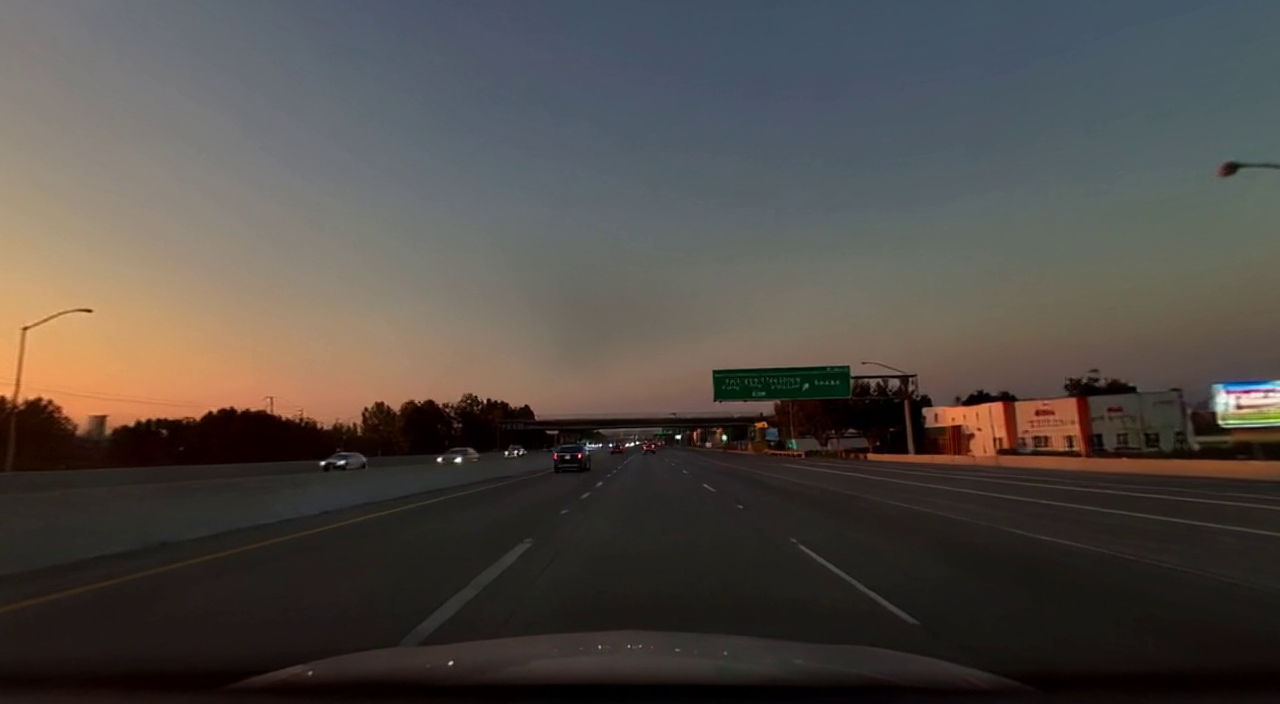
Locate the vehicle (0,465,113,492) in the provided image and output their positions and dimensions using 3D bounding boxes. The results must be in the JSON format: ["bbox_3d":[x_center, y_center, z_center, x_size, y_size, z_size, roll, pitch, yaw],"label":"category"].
[{"bbox_3d":[-34.358,7.433,37.199,2.886,1.114,4.736,-3,-8,-7],"label":"vehicle"}]

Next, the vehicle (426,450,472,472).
[{"bbox_3d":[-13.946,7.929,46.255,1.940,1.494,4.362,-1,-9,1],"label":"vehicle"}]

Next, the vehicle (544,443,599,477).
[{"bbox_3d":[-3.259,5.238,30.919,2.114,1.510,4.186,-1,-9,1],"label":"vehicle"}]
